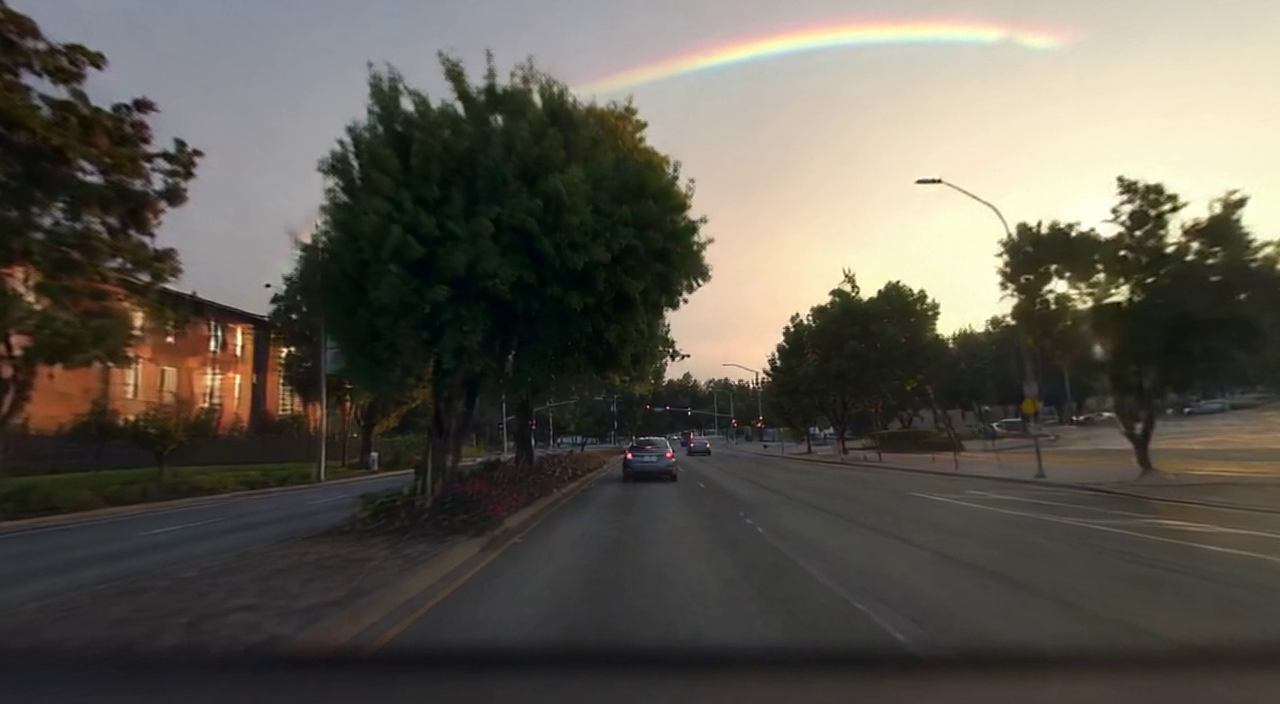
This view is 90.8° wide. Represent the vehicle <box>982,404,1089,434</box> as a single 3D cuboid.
[{"bbox_3d":[22.567,3.861,36.155,4.738,1.593,2.123,0,-8,-6],"label":"vehicle"}]

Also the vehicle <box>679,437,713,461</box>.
[{"bbox_3d":[3.993,7.000,45.601,1.987,1.613,4.081,0,-9,-2],"label":"vehicle"}]

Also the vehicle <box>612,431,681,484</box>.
[{"bbox_3d":[0.174,3.623,21.948,2.181,1.639,4.127,0,-9,-1],"label":"vehicle"}]
